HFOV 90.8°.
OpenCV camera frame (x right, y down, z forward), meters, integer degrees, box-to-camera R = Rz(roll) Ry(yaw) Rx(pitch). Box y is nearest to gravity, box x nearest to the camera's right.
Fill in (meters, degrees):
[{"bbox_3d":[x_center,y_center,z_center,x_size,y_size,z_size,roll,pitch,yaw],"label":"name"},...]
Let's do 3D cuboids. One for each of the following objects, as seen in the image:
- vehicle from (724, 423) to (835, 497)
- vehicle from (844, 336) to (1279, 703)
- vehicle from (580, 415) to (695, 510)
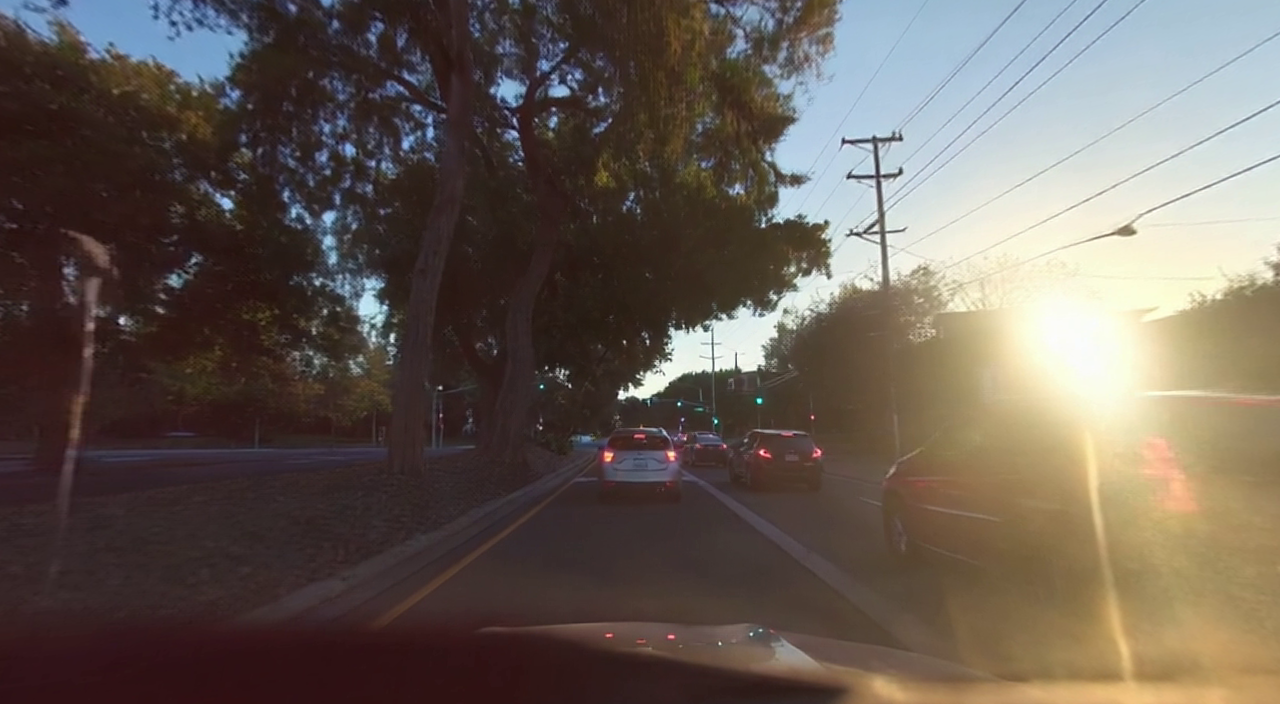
[{"bbox_3d":[3.428,2.732,16.260,1.923,1.653,3.703,0,-8,-1],"label":"vehicle"},{"bbox_3d":[3.826,1.176,5.590,2.254,1.840,4.918,0,-8,-2],"label":"vehicle"},{"bbox_3d":[-0.093,2.377,14.015,2.163,1.746,4.073,0,-8,-1],"label":"vehicle"}]
